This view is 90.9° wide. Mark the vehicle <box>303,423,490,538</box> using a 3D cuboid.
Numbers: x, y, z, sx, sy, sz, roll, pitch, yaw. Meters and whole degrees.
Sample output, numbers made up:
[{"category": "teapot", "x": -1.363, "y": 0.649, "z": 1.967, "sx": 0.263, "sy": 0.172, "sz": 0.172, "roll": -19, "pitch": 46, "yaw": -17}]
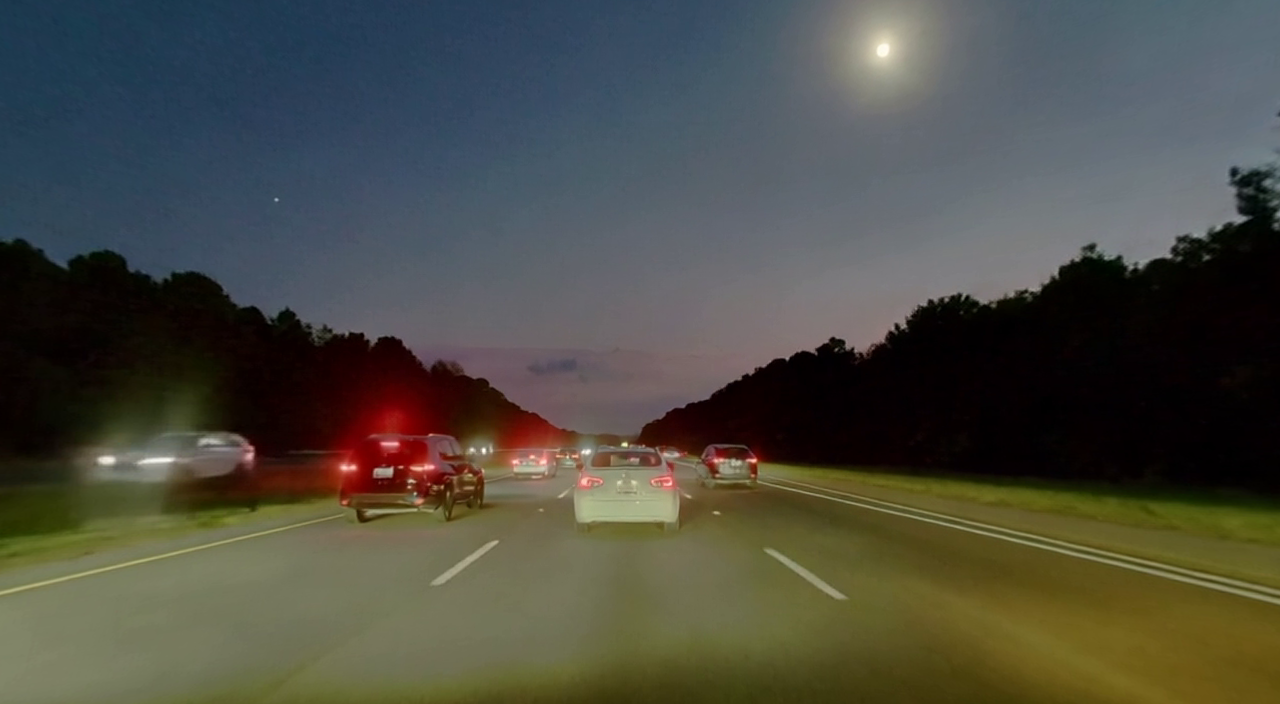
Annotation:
[{"category": "vehicle", "x": -4.127, "y": 2.238, "z": 11.519, "sx": 1.830, "sy": 1.703, "sz": 4.142, "roll": 0, "pitch": -9, "yaw": -2}]

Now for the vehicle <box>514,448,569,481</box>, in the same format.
[{"category": "vehicle", "x": -4.704, "y": 5.414, "z": 30.627, "sx": 2.122, "sy": 1.491, "sz": 3.800, "roll": 0, "pitch": -9, "yaw": -1}]

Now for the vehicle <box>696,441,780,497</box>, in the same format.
[{"category": "vehicle", "x": 3.176, "y": 3.888, "z": 21.353, "sx": 1.996, "sy": 1.688, "sz": 4.207, "roll": 0, "pitch": -9, "yaw": -2}]

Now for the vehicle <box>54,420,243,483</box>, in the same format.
[{"category": "vehicle", "x": -12.842, "y": 2.652, "z": 16.870, "sx": 1.798, "sy": 1.462, "sz": 4.069, "roll": 0, "pitch": -9, "yaw": -1}]

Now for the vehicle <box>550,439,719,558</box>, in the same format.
[{"category": "vehicle", "x": -0.131, "y": 2.181, "z": 10.110, "sx": 2.120, "sy": 1.478, "sz": 4.179, "roll": 0, "pitch": -9, "yaw": -2}]
